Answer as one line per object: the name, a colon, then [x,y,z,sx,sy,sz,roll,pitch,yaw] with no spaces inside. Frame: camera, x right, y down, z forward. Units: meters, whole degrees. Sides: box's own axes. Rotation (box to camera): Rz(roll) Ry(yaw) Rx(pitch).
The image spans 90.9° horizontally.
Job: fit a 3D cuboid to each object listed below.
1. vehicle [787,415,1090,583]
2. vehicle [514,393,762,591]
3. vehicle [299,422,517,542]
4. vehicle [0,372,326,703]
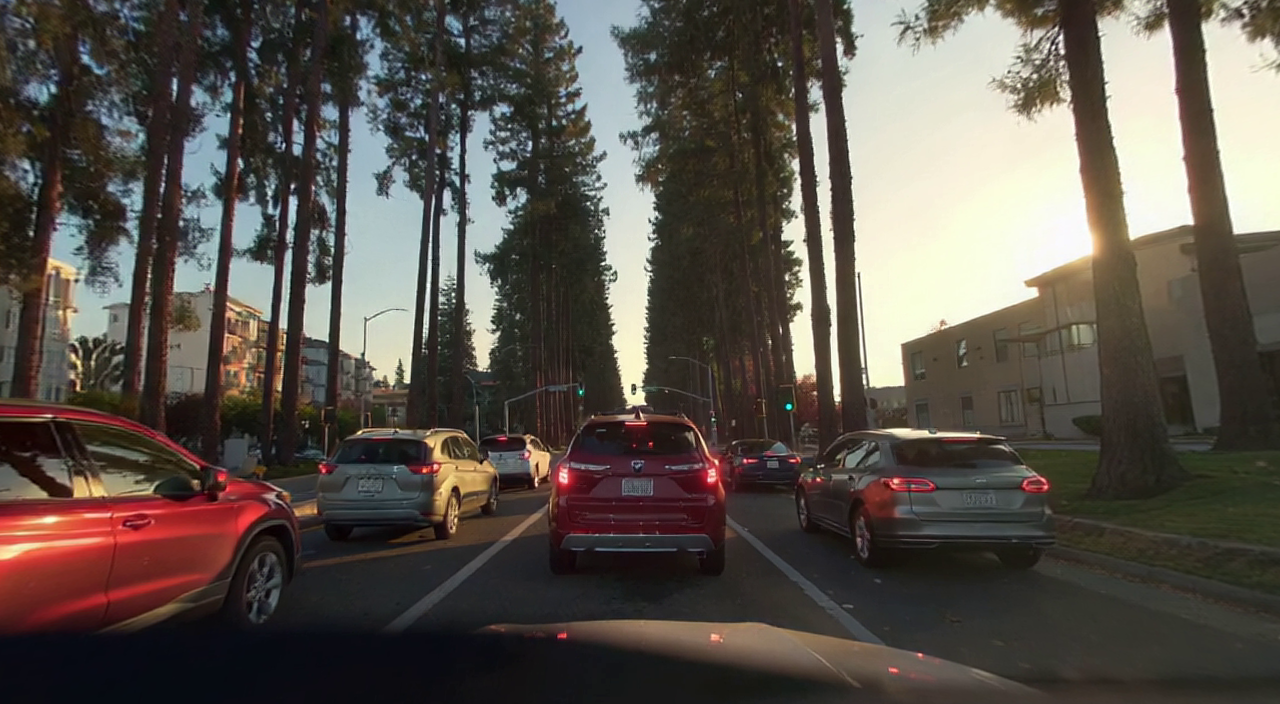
vehicle: [3.273,1.672,7.877,1.922,1.579,3.642,0,-8,-1]
vehicle: [0.004,1.539,7.689,2.193,1.744,4.033,0,-8,1]
vehicle: [-3.644,2.120,10.941,2.042,1.641,4.314,0,-8,1]
vehicle: [-3.774,0.998,3.322,1.929,1.641,4.193,0,-8,2]
